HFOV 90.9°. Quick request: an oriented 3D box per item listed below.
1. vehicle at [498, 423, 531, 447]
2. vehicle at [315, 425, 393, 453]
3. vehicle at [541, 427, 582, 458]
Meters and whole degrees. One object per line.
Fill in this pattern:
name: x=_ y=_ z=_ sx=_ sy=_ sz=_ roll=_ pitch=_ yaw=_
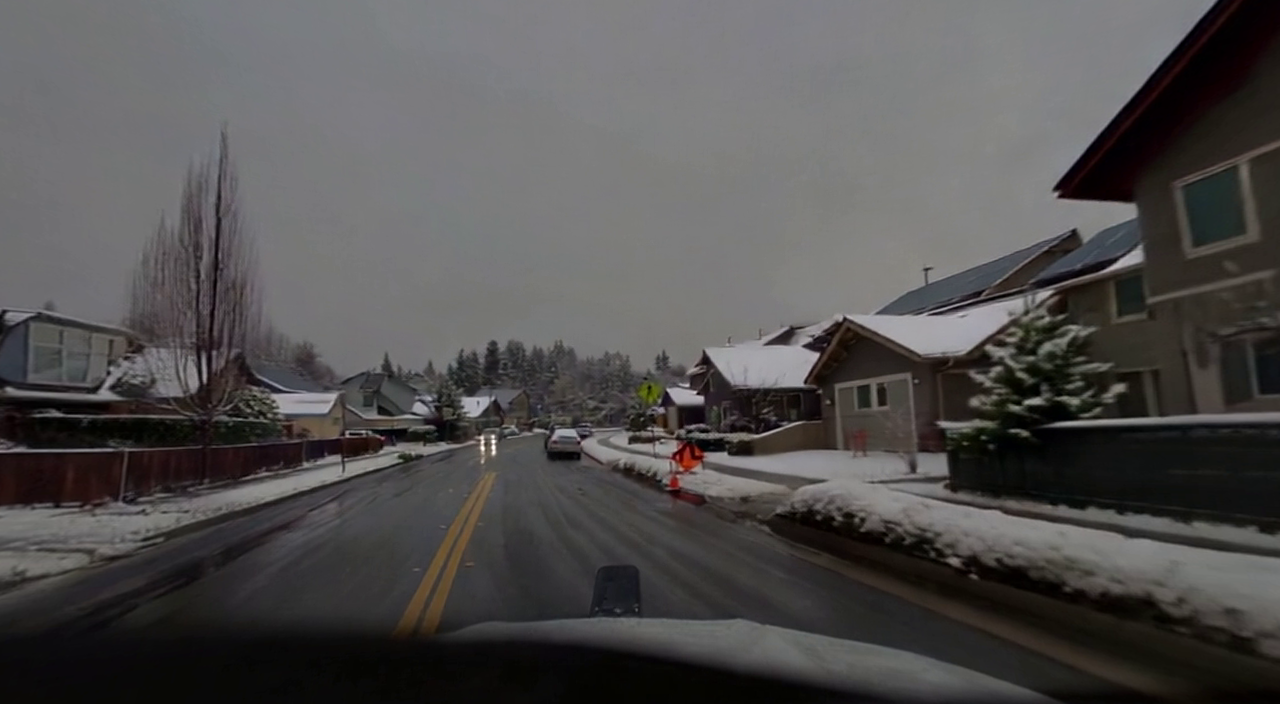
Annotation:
vehicle: x=-9.819 y=6.551 z=49.638 sx=2.050 sy=1.742 sz=4.197 roll=1 pitch=-7 yaw=-5
vehicle: x=-18.896 y=5.765 z=41.814 sx=4.205 sy=1.745 sz=2.121 roll=0 pitch=-10 yaw=-6
vehicle: x=-4.120 y=4.665 z=32.686 sx=1.998 sy=1.494 sz=3.927 roll=1 pitch=-8 yaw=-8
